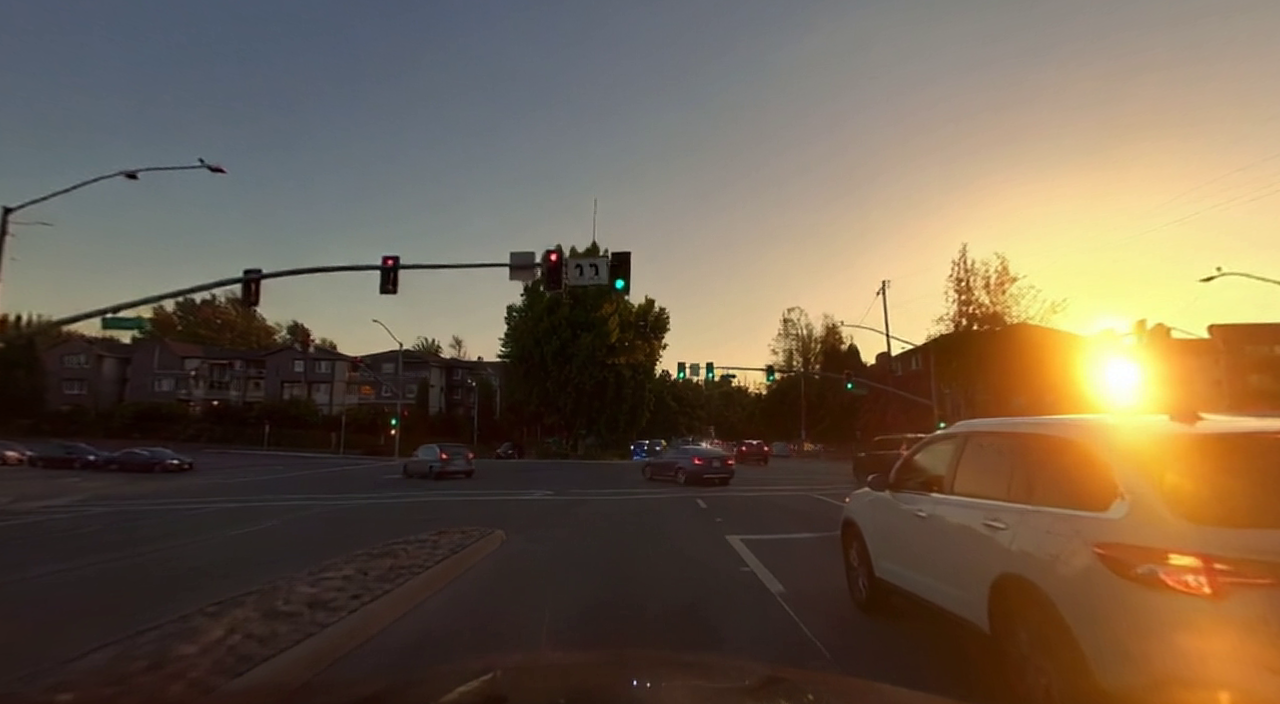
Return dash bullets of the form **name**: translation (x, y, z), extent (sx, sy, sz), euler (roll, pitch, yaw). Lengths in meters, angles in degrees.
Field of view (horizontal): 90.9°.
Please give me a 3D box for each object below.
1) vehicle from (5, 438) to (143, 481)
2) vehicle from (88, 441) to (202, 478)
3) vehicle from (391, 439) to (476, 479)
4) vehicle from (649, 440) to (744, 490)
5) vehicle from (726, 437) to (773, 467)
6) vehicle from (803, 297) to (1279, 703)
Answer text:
- **vehicle**: translation (-27.744, 5.253, 31.017), extent (4.689, 1.734, 2.034), euler (3, -8, -1)
- **vehicle**: translation (-26.728, 5.807, 34.127), extent (4.365, 1.629, 2.004), euler (3, -8, 0)
- **vehicle**: translation (-9.700, 4.955, 29.459), extent (2.099, 1.705, 4.020), euler (8, -12, -44)
- **vehicle**: translation (1.760, 3.738, 21.354), extent (2.009, 1.480, 4.423), euler (2, -8, -11)
- **vehicle**: translation (7.045, 6.482, 41.105), extent (2.105, 1.830, 4.610), euler (0, -8, -1)
- **vehicle**: translation (2.741, 1.041, 3.986), extent (2.115, 1.737, 4.642), euler (0, -8, -1)
